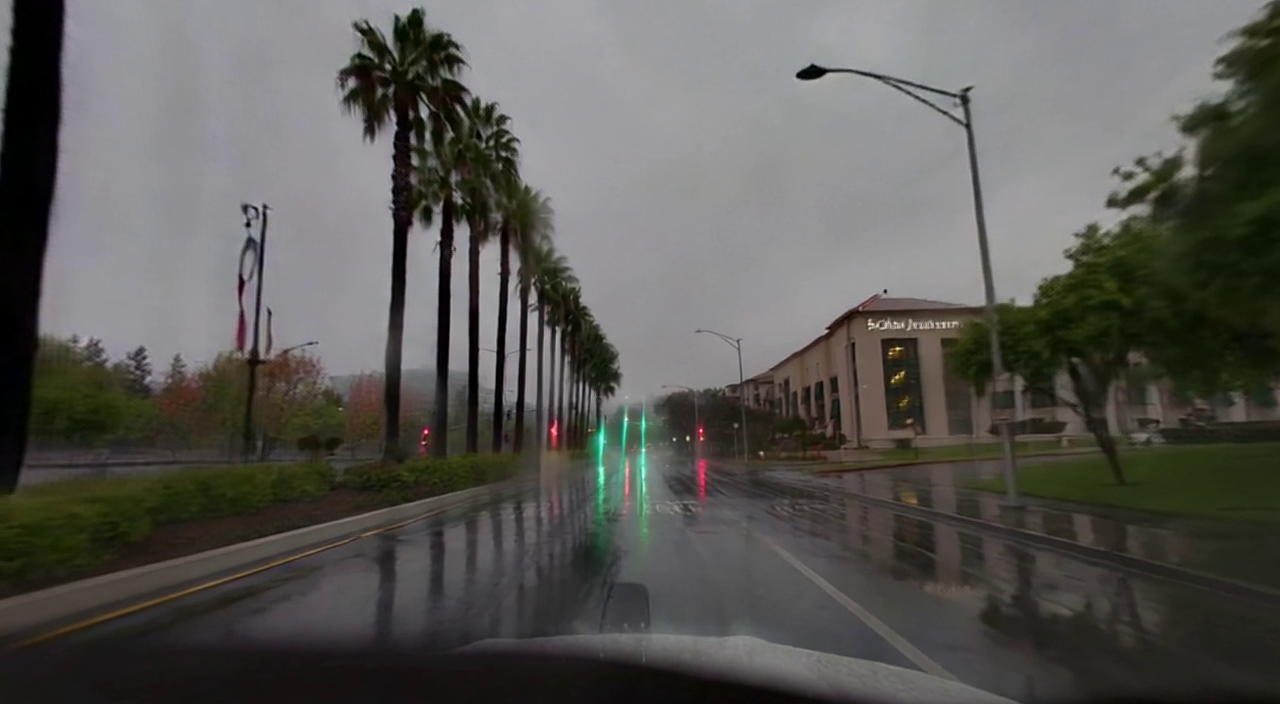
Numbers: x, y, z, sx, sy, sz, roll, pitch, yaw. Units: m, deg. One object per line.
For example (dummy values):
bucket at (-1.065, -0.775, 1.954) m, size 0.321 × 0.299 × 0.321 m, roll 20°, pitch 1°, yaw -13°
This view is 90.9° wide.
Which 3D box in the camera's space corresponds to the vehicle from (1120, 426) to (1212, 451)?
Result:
vehicle at (34.471, 5.718, 41.458) m, size 1.820 × 1.571 × 4.697 m, roll 0°, pitch -8°, yaw -3°
